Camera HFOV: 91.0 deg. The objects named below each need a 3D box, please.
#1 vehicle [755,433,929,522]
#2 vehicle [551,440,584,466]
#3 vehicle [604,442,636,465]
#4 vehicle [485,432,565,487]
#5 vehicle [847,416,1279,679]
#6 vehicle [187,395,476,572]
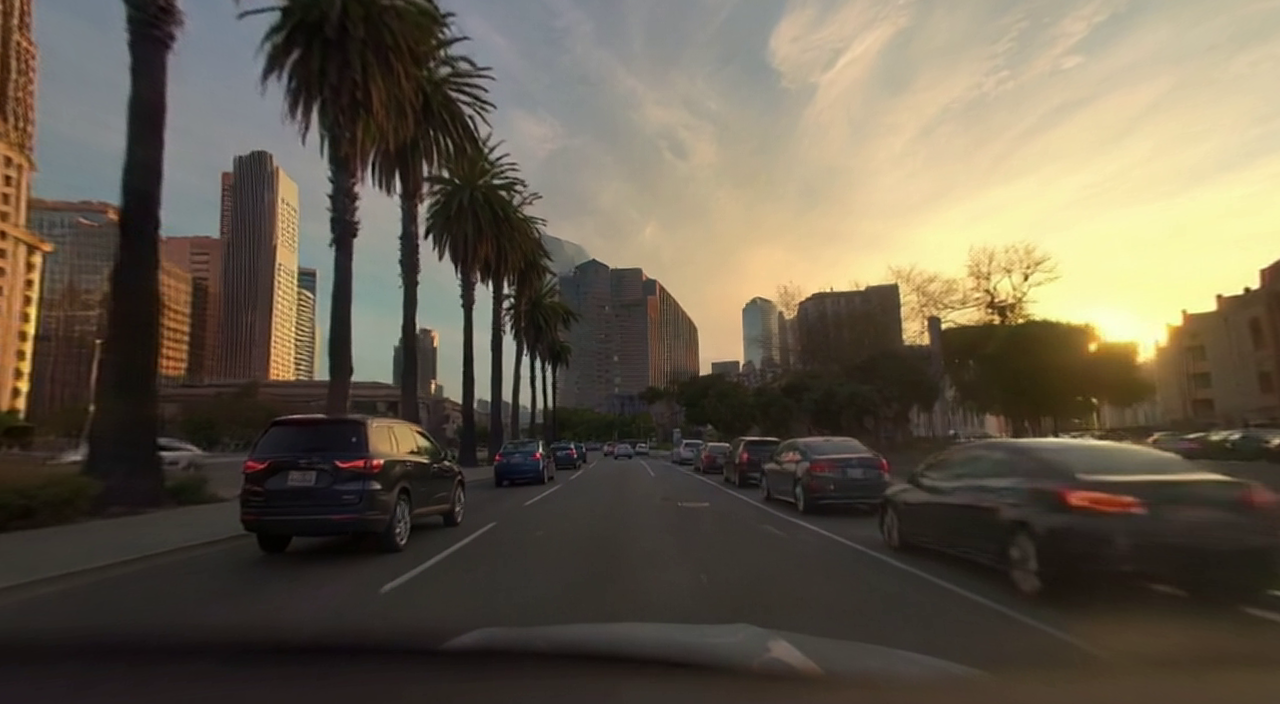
[{"bbox_3d":[3.841,2.455,12.986,1.925,1.486,4.744,0,-8,-1],"label":"vehicle"},{"bbox_3d":[-4.829,6.759,42.414,1.955,1.637,4.243,0,-8,-3],"label":"vehicle"},{"bbox_3d":[-1.403,6.860,42.752,2.036,1.461,3.890,1,-8,-5],"label":"vehicle"},{"bbox_3d":[-3.949,3.762,22.394,2.014,1.740,4.392,0,-8,0],"label":"vehicle"},{"bbox_3d":[3.950,1.444,6.000,2.138,1.447,4.793,0,-8,-3],"label":"vehicle"},{"bbox_3d":[-3.710,1.650,8.611,1.800,1.797,4.224,0,-8,0],"label":"vehicle"}]
